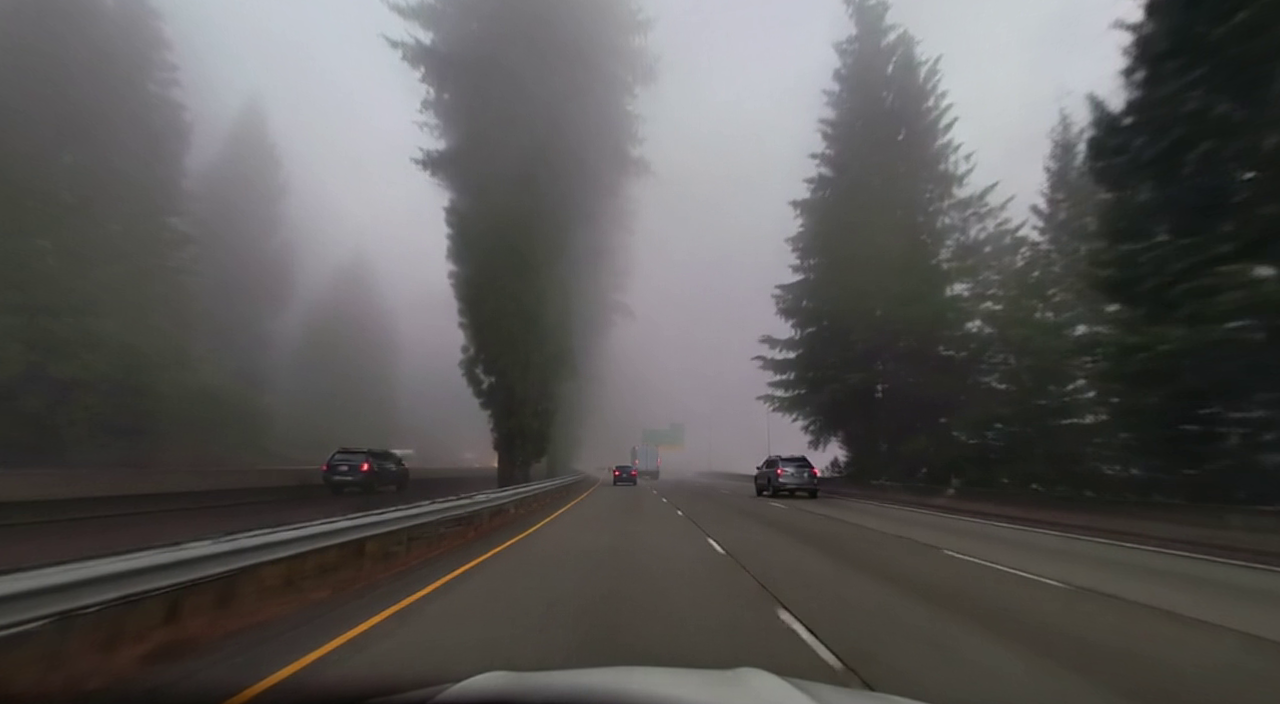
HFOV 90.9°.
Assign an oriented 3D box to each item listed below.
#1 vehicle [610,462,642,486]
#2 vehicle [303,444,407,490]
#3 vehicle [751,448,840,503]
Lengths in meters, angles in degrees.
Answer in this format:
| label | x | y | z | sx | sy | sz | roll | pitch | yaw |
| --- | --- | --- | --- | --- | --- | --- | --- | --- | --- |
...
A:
| label | x | y | z | sx | sy | sz | roll | pitch | yaw |
| --- | --- | --- | --- | --- | --- | --- | --- | --- | --- |
| vehicle | -0.947 | 8.000 | 41.423 | 1.987 | 1.467 | 3.903 | 1 | -11 | -2 |
| vehicle | -11.467 | 4.710 | 25.767 | 1.952 | 1.618 | 4.859 | 1 | -11 | 0 |
| vehicle | 5.544 | 4.512 | 23.133 | 1.998 | 1.776 | 4.663 | 1 | -11 | -1 |
